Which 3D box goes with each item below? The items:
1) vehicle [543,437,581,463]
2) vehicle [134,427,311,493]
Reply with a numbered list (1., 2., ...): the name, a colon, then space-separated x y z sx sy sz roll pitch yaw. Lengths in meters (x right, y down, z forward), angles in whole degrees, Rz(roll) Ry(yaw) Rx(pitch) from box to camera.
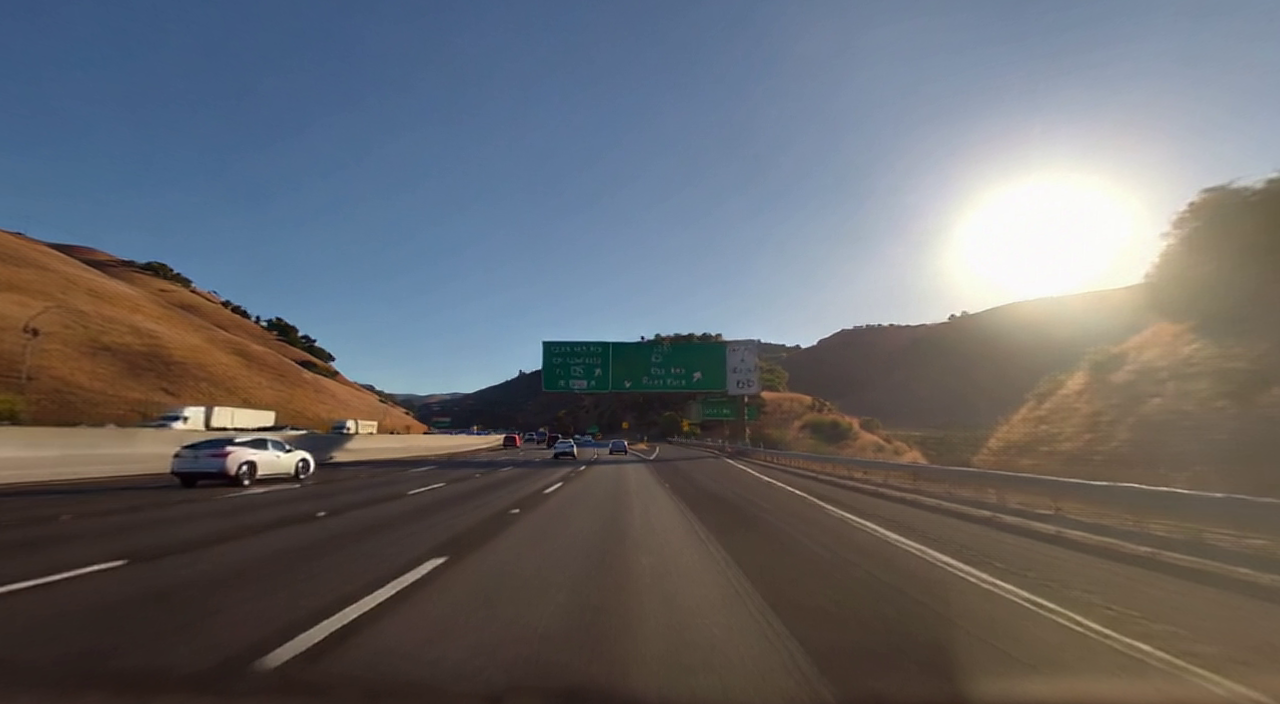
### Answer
1. vehicle: -5.125 6.502 41.820 2.060 1.631 4.214 0 -8 -1
2. vehicle: -11.704 3.066 18.138 2.047 1.645 4.451 0 -8 -1
